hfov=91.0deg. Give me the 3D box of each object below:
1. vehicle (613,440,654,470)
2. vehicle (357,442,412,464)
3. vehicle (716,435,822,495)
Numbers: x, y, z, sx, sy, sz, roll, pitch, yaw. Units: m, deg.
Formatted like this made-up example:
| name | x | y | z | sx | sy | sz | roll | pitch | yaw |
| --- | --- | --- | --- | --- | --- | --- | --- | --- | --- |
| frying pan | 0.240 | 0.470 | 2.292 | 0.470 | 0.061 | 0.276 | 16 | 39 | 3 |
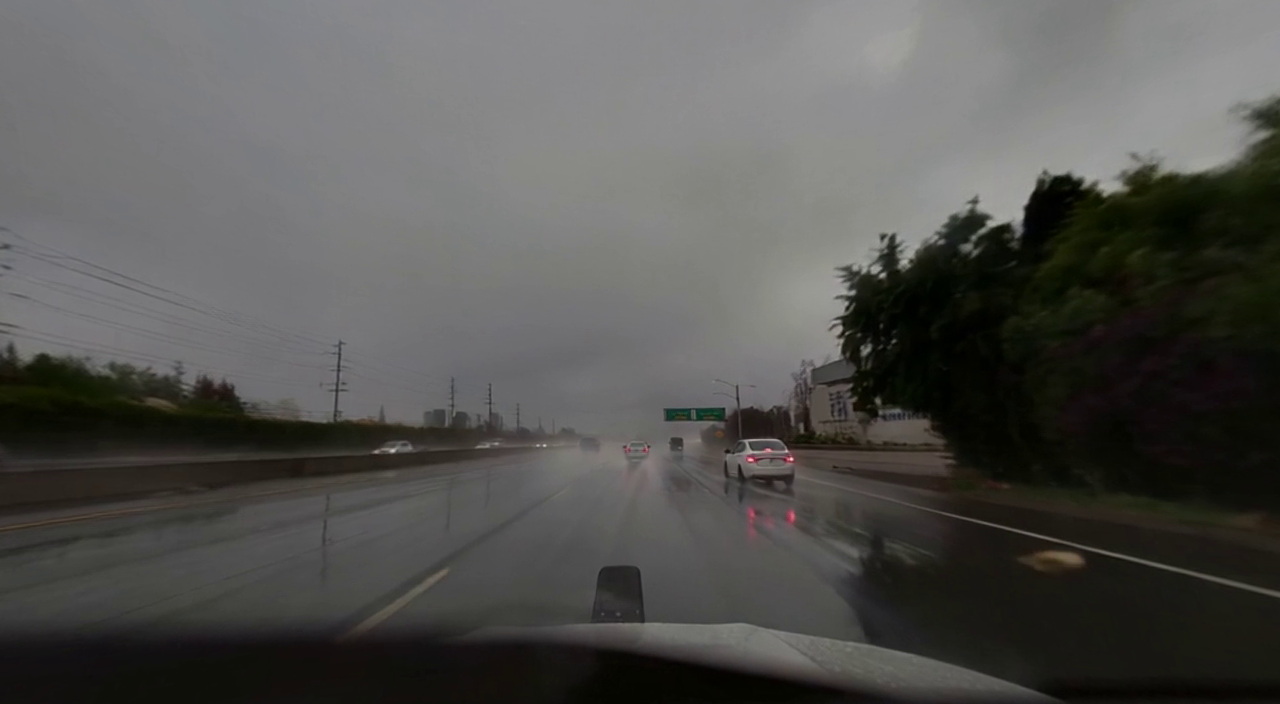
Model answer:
| name | x | y | z | sx | sy | sz | roll | pitch | yaw |
| --- | --- | --- | --- | --- | --- | --- | --- | --- | --- |
| vehicle | -0.361 | 5.453 | 33.606 | 2.019 | 1.472 | 3.971 | 0 | -8 | -1 |
| vehicle | -19.806 | 7.820 | 48.995 | 2.306 | 1.598 | 4.570 | 0 | -8 | 0 |
| vehicle | 3.584 | 3.224 | 18.390 | 1.995 | 1.533 | 4.463 | 0 | -8 | -2 |
